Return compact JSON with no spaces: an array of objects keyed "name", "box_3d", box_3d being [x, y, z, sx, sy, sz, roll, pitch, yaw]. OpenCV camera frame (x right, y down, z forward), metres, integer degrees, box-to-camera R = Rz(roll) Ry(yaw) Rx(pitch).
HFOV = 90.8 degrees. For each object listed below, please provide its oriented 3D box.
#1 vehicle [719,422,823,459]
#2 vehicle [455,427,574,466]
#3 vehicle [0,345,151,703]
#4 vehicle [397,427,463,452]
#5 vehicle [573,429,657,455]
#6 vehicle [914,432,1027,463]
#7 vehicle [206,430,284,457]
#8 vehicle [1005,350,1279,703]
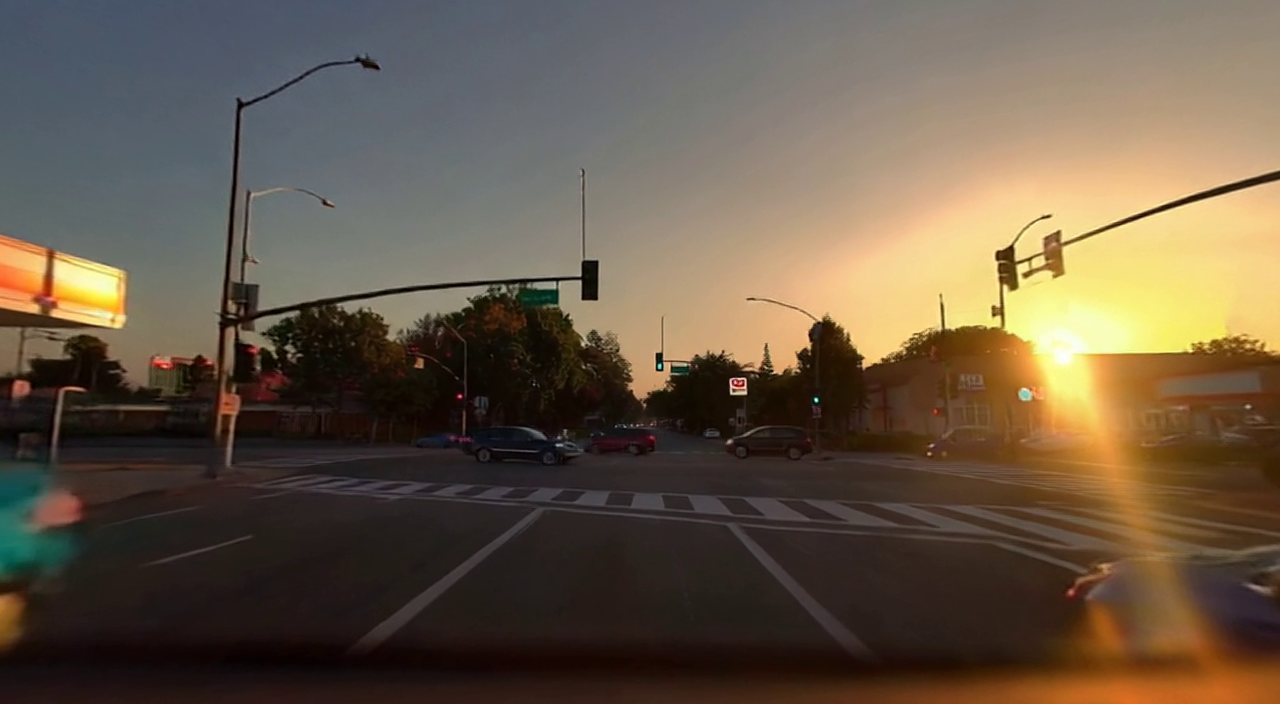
[{"name":"vehicle","box_3d":[6.334,4.284,30.556,4.562,1.676,1.819,-4,-9,26]},{"name":"vehicle","box_3d":[-5.241,3.919,26.196,4.806,1.482,1.862,-5,-9,30]},{"name":"vehicle","box_3d":[-3.866,0.625,1.423,2.196,1.696,4.484,0,-8,-5]},{"name":"vehicle","box_3d":[-15.127,6.335,45.444,4.433,1.717,1.839,-5,-9,27]},{"name":"vehicle","box_3d":[-1.558,5.452,38.222,4.801,1.466,1.830,-5,-9,27]},{"name":"vehicle","box_3d":[16.478,4.778,31.661,4.792,1.467,1.831,-4,-9,27]},{"name":"vehicle","box_3d":[-22.970,5.332,36.705,4.670,1.458,1.959,-6,-10,32]},{"name":"vehicle","box_3d":[2.793,0.616,0.741,1.995,1.525,4.392,0,-8,-2]}]
